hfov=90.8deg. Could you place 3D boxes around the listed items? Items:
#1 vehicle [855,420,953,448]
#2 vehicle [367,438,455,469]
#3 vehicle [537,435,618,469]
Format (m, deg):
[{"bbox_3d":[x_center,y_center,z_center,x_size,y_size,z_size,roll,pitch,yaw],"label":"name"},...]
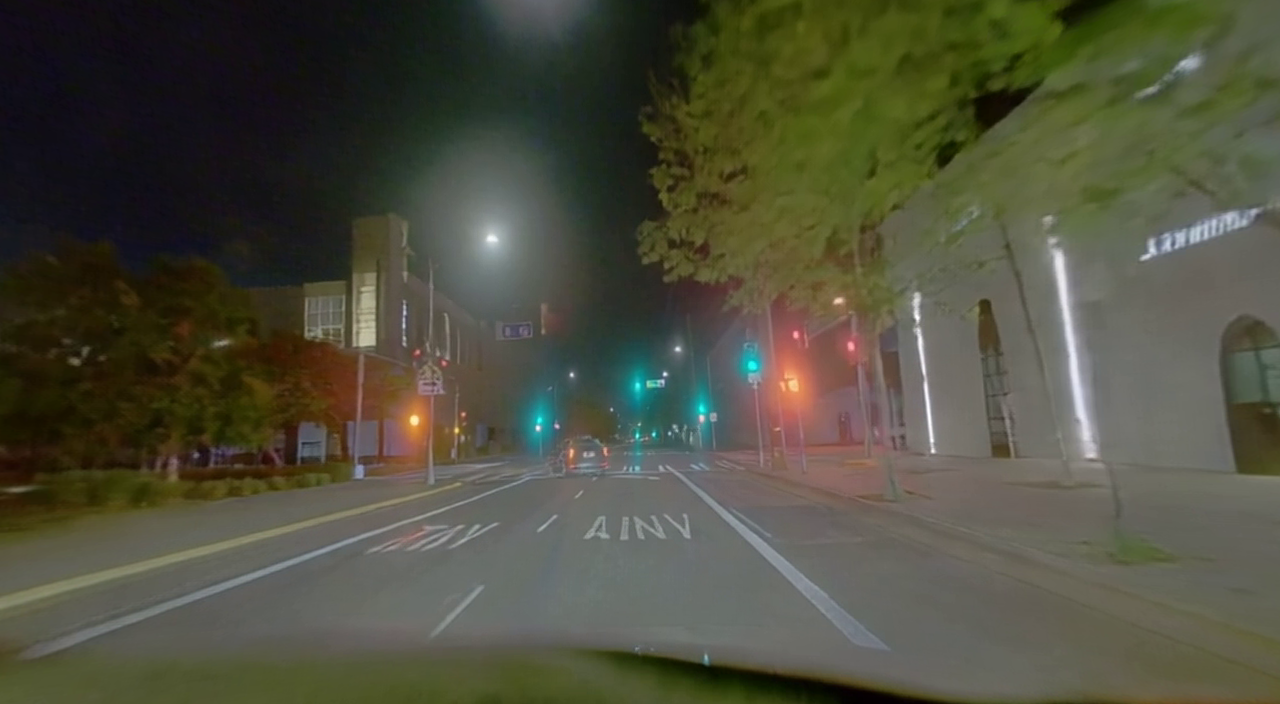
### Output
[{"bbox_3d":[14.683,4.595,35.289,4.632,1.484,1.907,0,-8,-1],"label":"vehicle"},{"bbox_3d":[-13.445,5.981,37.218,4.472,1.736,1.874,-2,-9,11],"label":"vehicle"},{"bbox_3d":[-3.143,4.855,30.844,2.118,1.478,4.624,5,-10,-31],"label":"vehicle"}]
